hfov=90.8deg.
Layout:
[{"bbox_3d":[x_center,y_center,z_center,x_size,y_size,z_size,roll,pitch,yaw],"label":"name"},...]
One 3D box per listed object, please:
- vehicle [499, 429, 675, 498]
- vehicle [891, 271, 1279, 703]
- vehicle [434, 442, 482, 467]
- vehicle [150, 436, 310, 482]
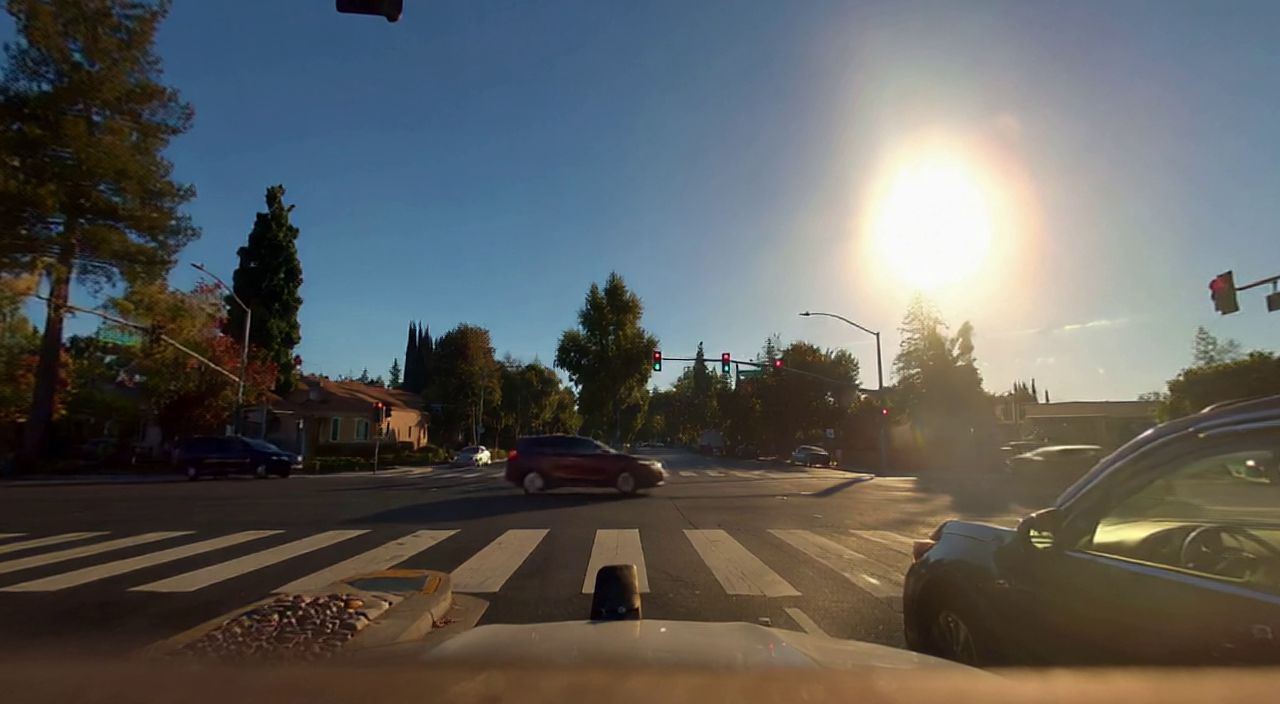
[{"bbox_3d":[-1.323,2.911,16.721,4.332,1.682,2.025,0,-9,-1],"label":"vehicle"},{"bbox_3d":[2.720,0.710,1.727,2.085,1.800,4.908,0,-9,1],"label":"vehicle"},{"bbox_3d":[-13.767,7.750,48.055,2.065,1.775,4.667,0,-9,2],"label":"vehicle"},{"bbox_3d":[-15.358,4.033,23.964,4.532,1.633,2.130,2,-9,-10],"label":"vehicle"}]
